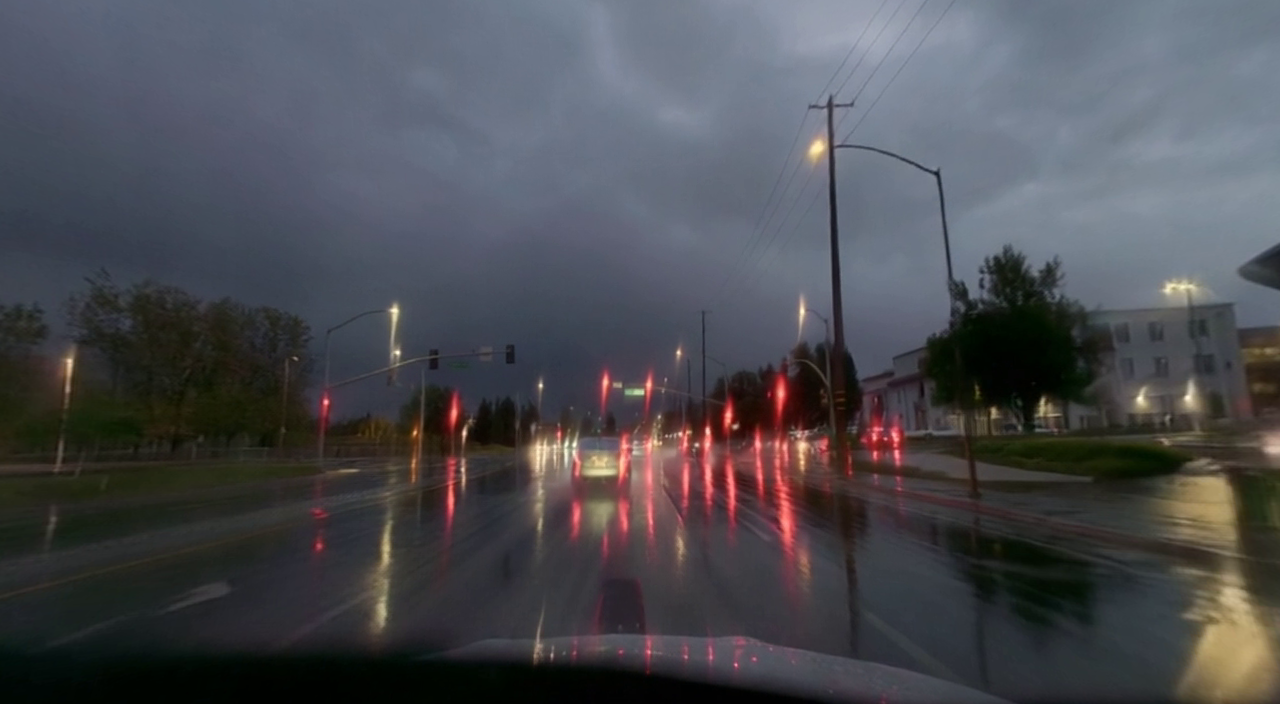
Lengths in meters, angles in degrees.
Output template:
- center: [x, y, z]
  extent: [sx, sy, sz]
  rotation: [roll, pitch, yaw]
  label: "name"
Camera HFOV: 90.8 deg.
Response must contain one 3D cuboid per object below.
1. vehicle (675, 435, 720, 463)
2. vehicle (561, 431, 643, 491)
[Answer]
- center: [3.200, 5.478, 35.889]
  extent: [1.945, 1.470, 4.363]
  rotation: [0, -8, -3]
  label: "vehicle"
- center: [-0.969, 3.056, 18.042]
  extent: [2.075, 1.470, 3.962]
  rotation: [0, -8, 0]
  label: "vehicle"
